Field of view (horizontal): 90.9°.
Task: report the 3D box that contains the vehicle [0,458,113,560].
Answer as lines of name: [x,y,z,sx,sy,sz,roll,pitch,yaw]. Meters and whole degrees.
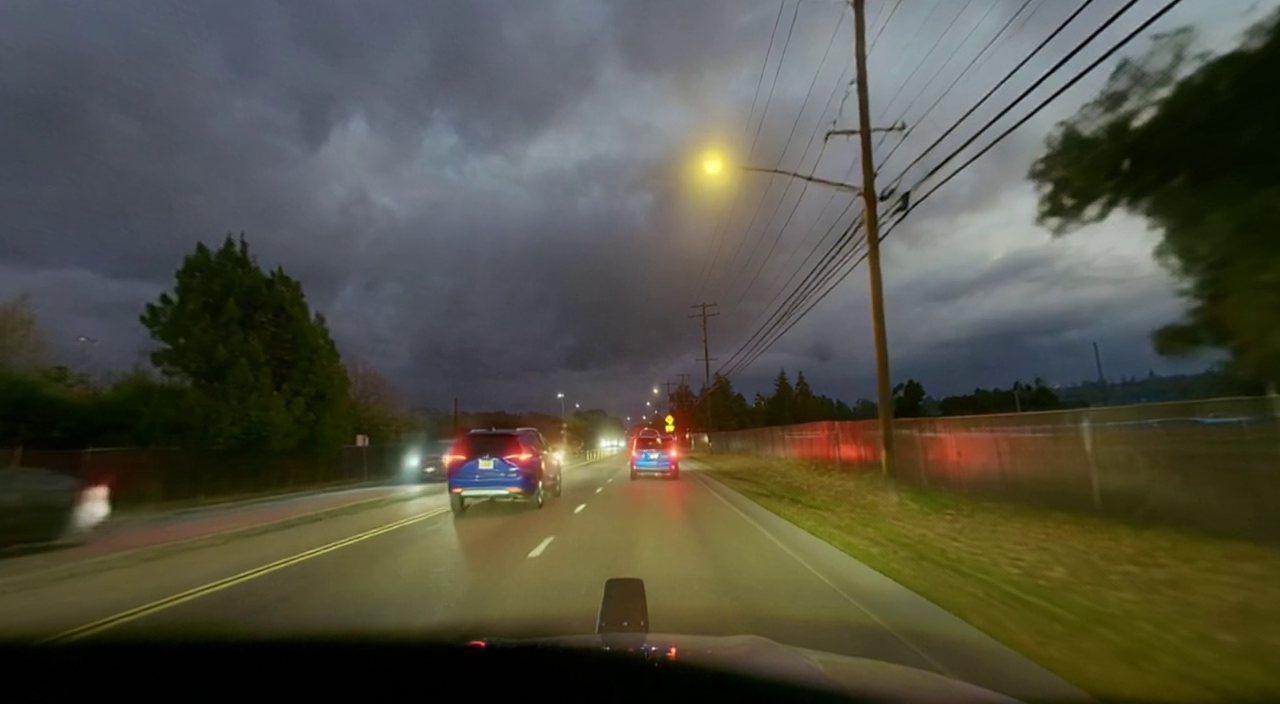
vehicle: [-11.714,2.626,10.377,2.077,1.638,4.584,0,-8,0]

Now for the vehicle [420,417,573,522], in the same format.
vehicle: [-2.772,2.410,13.424,2.093,1.832,4.508,0,-8,1]

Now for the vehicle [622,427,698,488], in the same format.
vehicle: [0.605,3.339,20.220,2.174,1.749,4.113,0,-8,1]

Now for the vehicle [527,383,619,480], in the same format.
vehicle: [-2.687,3.787,29.231,2.928,3.658,10.953,0,-8,1]
